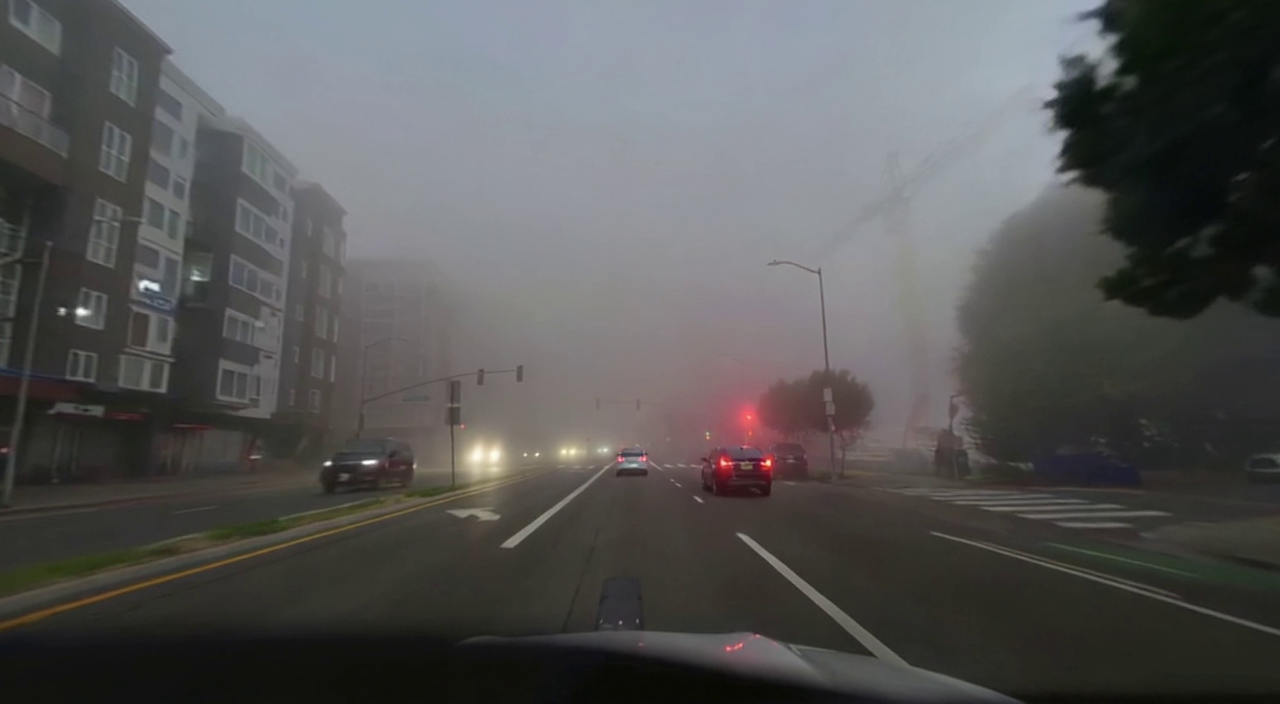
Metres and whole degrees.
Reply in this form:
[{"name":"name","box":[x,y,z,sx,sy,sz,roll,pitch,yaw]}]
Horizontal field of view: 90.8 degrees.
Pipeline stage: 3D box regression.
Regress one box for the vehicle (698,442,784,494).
[{"name":"vehicle","box":[3.067,3.609,20.024,1.910,1.474,4.003,0,-9,-2]}]

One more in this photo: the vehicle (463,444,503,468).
[{"name":"vehicle","box":[-12.138,8.070,49.162,1.975,1.714,4.638,0,-9,0]}]

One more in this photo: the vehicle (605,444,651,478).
[{"name":"vehicle","box":[-0.566,5.088,29.783,2.006,1.487,3.535,0,-9,-1]}]

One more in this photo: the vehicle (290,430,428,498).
[{"name":"vehicle","box":[-8.525,3.446,19.759,2.111,1.832,4.778,0,-9,0]}]

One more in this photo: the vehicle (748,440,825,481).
[{"name":"vehicle","box":[7.165,5.360,31.552,2.317,1.852,5.530,0,-9,-2]}]

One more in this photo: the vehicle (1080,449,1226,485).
[{"name":"vehicle","box":[19.068,4.277,23.620,3.839,1.281,1.836,0,-9,0]}]
